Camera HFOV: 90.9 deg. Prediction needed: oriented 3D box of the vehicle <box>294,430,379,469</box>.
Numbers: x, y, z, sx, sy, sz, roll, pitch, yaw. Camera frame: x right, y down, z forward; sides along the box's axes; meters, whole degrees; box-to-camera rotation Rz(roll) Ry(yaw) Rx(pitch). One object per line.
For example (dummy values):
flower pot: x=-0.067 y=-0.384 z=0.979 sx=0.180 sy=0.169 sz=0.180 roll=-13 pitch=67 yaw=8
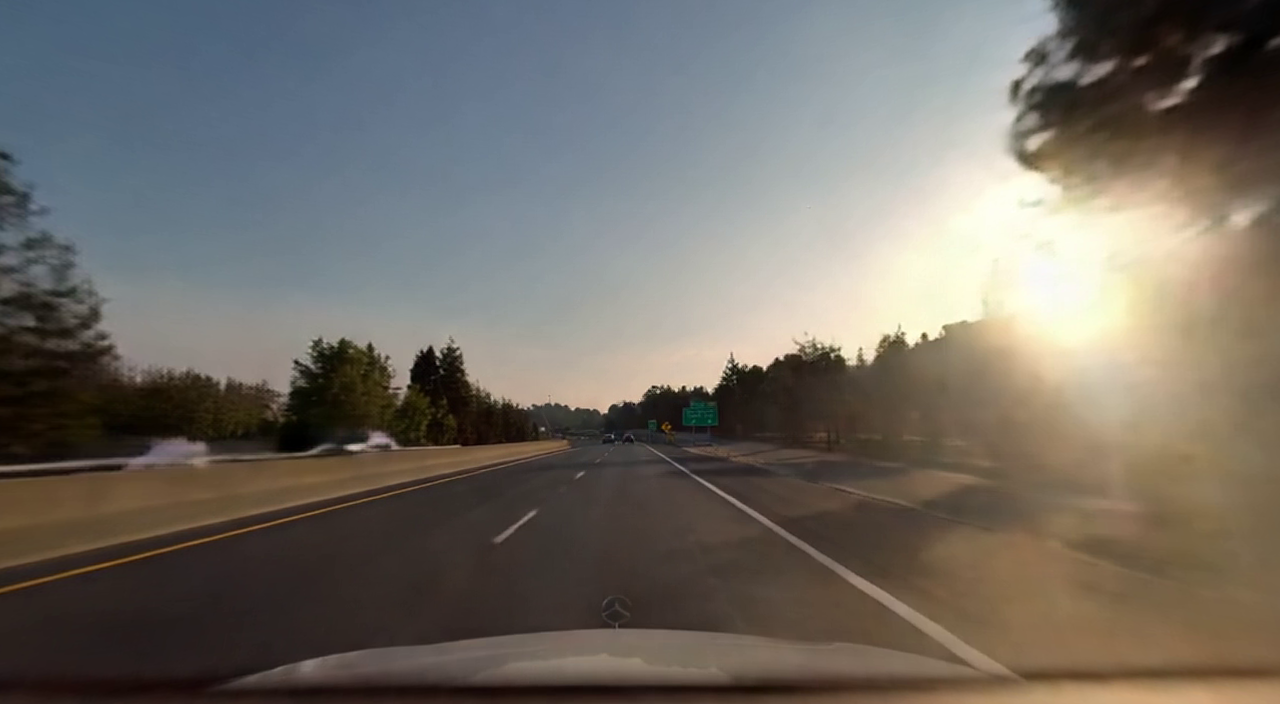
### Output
vehicle: x=-13.513 y=4.335 z=28.373 sx=1.743 sy=1.614 sz=4.194 roll=0 pitch=-8 yaw=-1

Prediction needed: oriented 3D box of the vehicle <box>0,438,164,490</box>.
vehicle: x=-17.421 y=3.456 z=19.870 sx=1.820 sy=1.454 sz=3.904 roll=0 pitch=-8 yaw=-1
